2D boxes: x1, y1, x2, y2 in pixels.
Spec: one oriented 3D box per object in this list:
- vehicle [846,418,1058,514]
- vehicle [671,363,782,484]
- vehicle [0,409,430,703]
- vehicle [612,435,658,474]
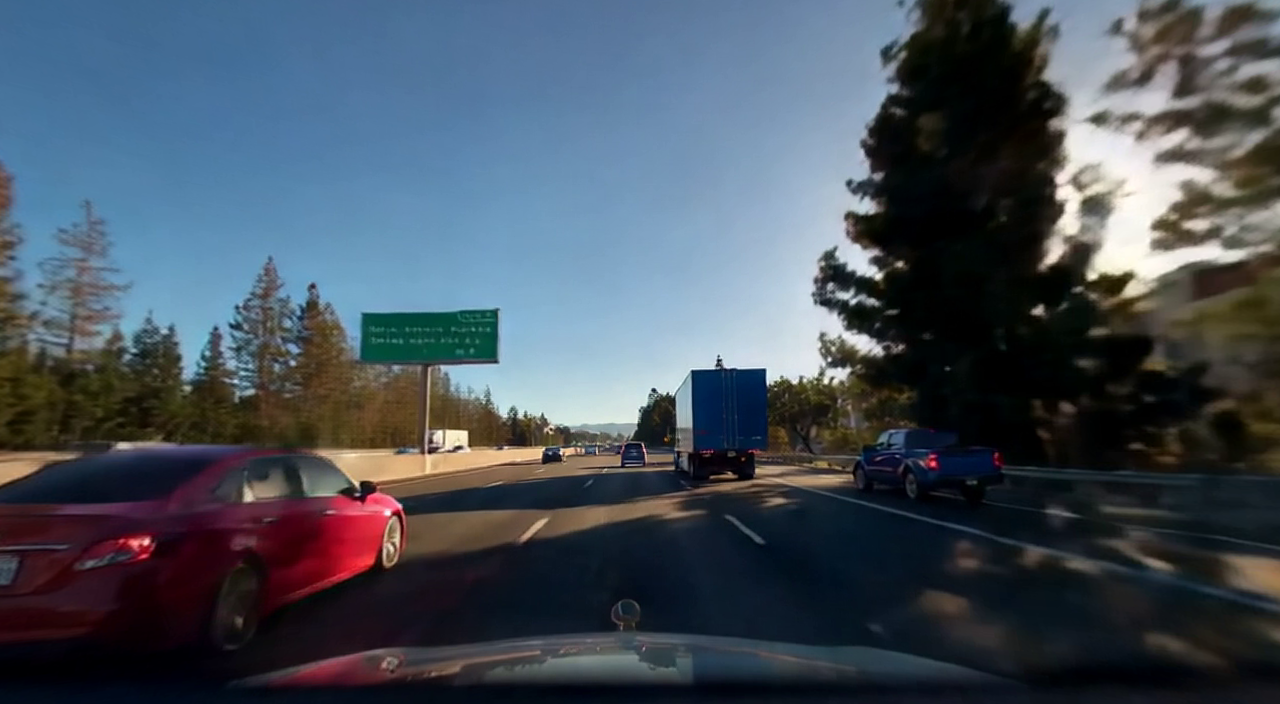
[{"bbox_3d":[6.834,2.594,14.793,2.106,1.795,5.489,0,-9,0],"label":"vehicle"},{"bbox_3d":[3.282,3.568,28.991,2.876,4.086,15.117,0,-9,0],"label":"vehicle"},{"bbox_3d":[-3.109,1.222,4.167,1.864,1.406,4.544,0,-9,0],"label":"vehicle"},{"bbox_3d":[-0.279,5.263,32.535,2.203,1.805,4.358,0,-9,-1],"label":"vehicle"}]
